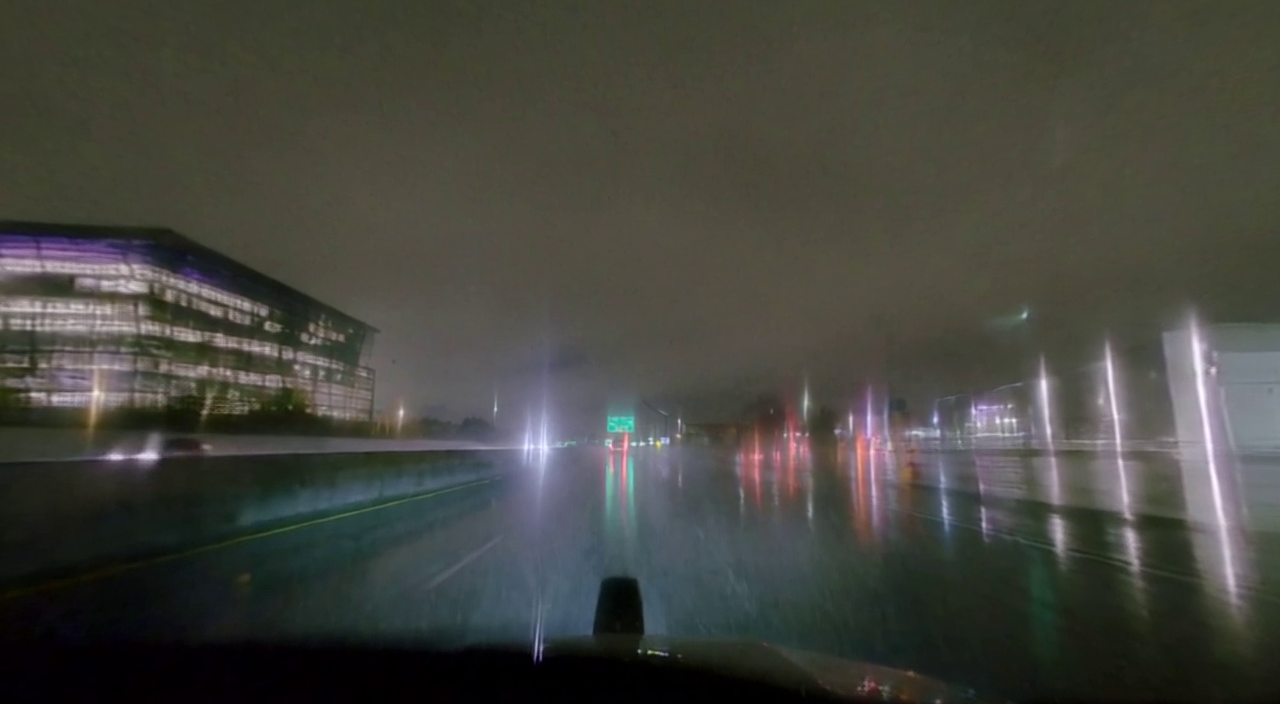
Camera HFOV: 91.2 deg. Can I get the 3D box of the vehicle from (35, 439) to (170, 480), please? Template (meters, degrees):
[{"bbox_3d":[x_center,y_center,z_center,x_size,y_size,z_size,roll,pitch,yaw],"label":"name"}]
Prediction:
[{"bbox_3d":[-21.025,4.223,24.757,1.816,1.477,3.941,0,-9,0],"label":"vehicle"}]
